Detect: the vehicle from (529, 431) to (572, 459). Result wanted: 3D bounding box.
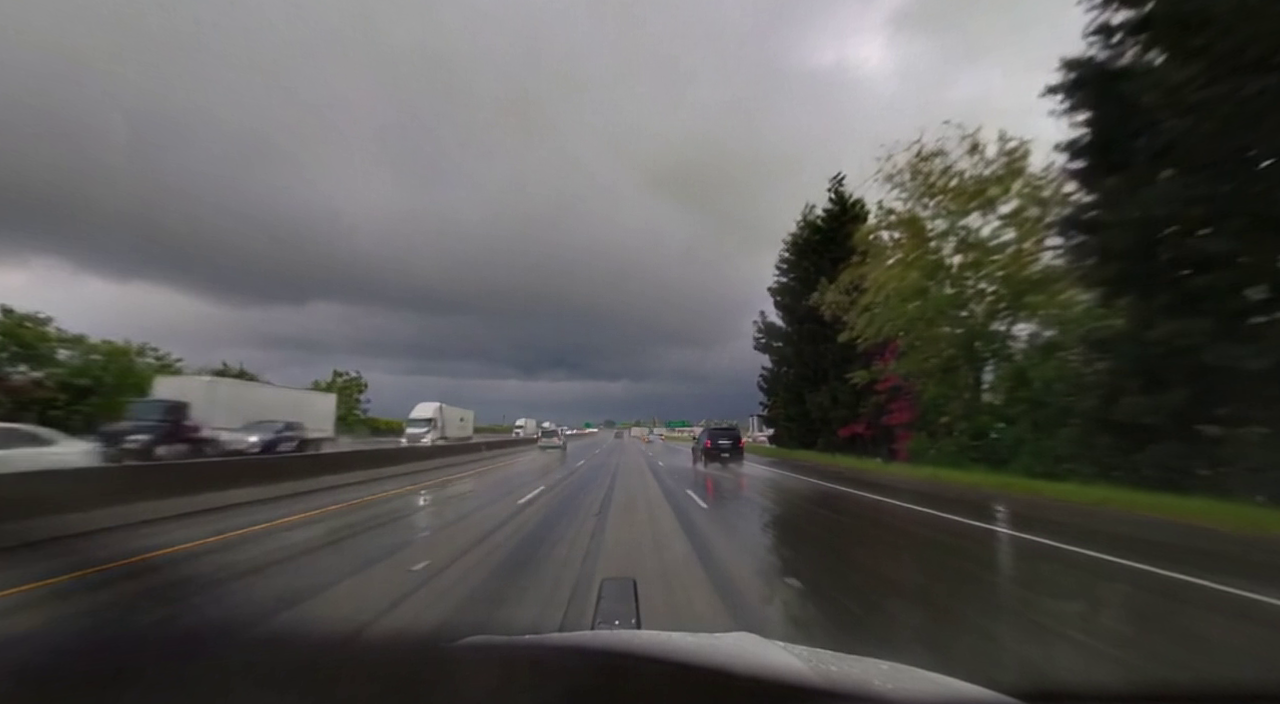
[{"bbox_3d":[-5.191,5.406,36.895,1.996,1.518,4.229,1,-8,-2],"label":"vehicle"}]

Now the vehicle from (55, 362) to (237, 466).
[{"bbox_3d":[-20.869,2.765,27.199,2.924,3.975,5.916,1,-8,-2],"label":"vehicle"}]

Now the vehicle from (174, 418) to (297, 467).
[{"bbox_3d":[-16.874,3.806,26.673,2.046,1.862,4.919,1,-8,-2],"label":"vehicle"}]

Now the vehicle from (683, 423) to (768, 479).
[{"bbox_3d":[2.657,3.200,20.711,2.022,1.637,4.229,1,-8,-3],"label":"vehicle"}]
